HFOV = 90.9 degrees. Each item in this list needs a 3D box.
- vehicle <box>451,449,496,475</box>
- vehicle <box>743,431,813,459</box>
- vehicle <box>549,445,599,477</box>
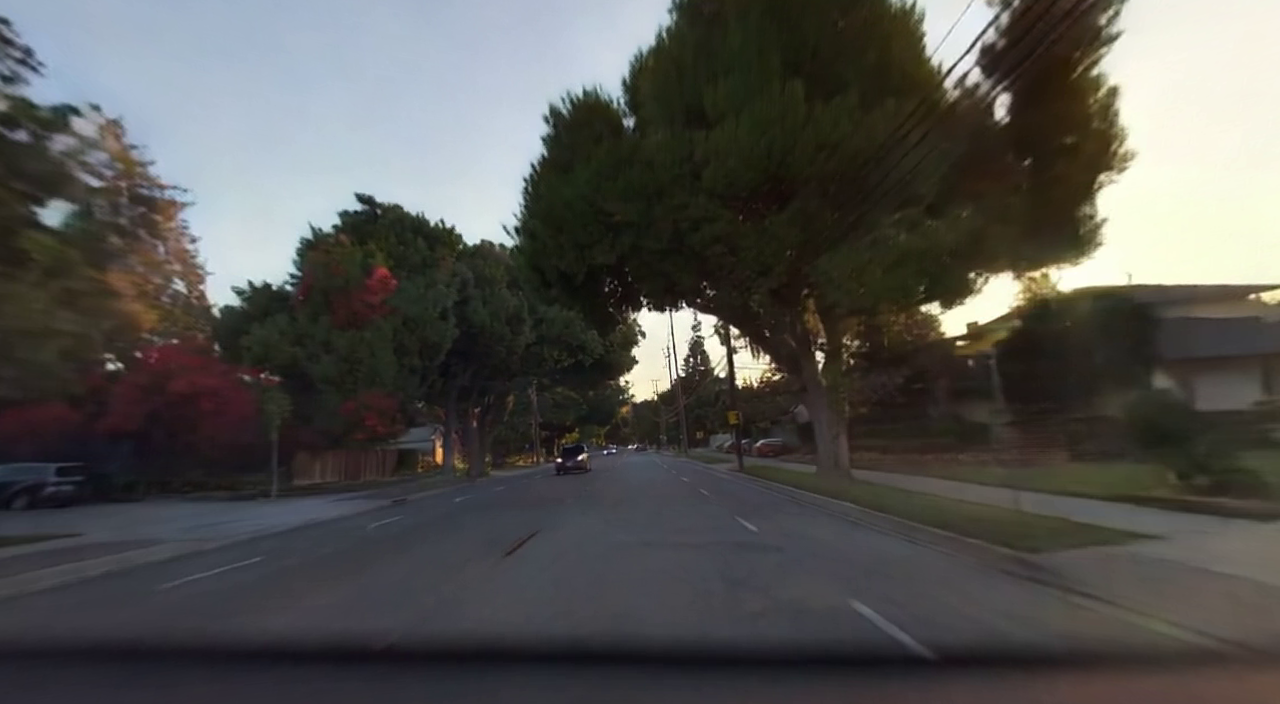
[{"bbox_3d":[-13.128,8.649,49.962,2.053,1.906,4.889,0,-9,3],"label":"vehicle"},{"bbox_3d":[10.354,7.020,47.535,4.626,1.731,2.007,-3,-9,-2],"label":"vehicle"},{"bbox_3d":[-3.498,5.853,34.088,2.102,1.524,4.387,-3,-9,1],"label":"vehicle"}]
